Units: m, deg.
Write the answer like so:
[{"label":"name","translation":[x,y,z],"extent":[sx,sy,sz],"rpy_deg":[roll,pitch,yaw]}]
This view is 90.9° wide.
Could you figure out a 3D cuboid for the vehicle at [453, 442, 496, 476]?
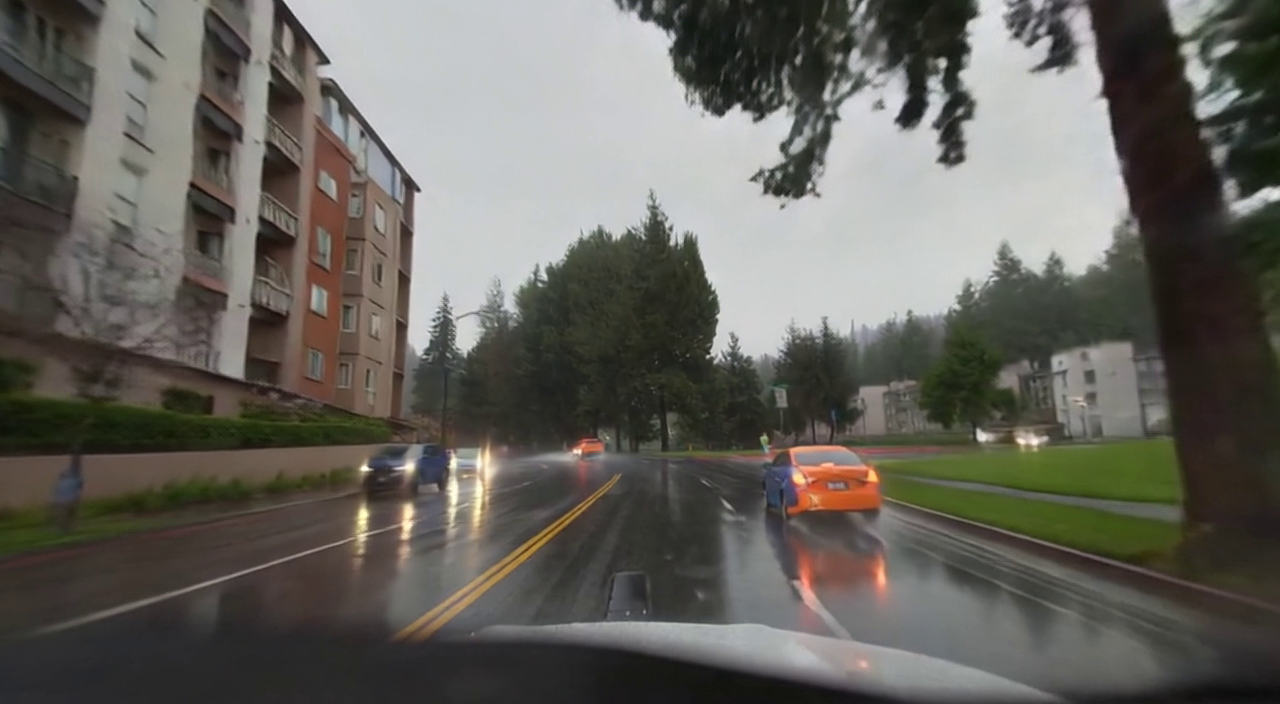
[{"label":"vehicle","translation":[-9.237,5.936,35.386],"extent":[1.994,1.697,4.436],"rpy_deg":[1,-8,-11]}]

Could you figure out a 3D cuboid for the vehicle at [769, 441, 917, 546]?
[{"label":"vehicle","translation":[2.928,2.071,9.576],"extent":[1.559,1.351,2.452],"rpy_deg":[-1,-10,4]}]

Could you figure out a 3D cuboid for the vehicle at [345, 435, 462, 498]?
[{"label":"vehicle","translation":[-8.640,4.202,23.586],"extent":[2.347,1.846,4.915],"rpy_deg":[-6,-9,1]}]
